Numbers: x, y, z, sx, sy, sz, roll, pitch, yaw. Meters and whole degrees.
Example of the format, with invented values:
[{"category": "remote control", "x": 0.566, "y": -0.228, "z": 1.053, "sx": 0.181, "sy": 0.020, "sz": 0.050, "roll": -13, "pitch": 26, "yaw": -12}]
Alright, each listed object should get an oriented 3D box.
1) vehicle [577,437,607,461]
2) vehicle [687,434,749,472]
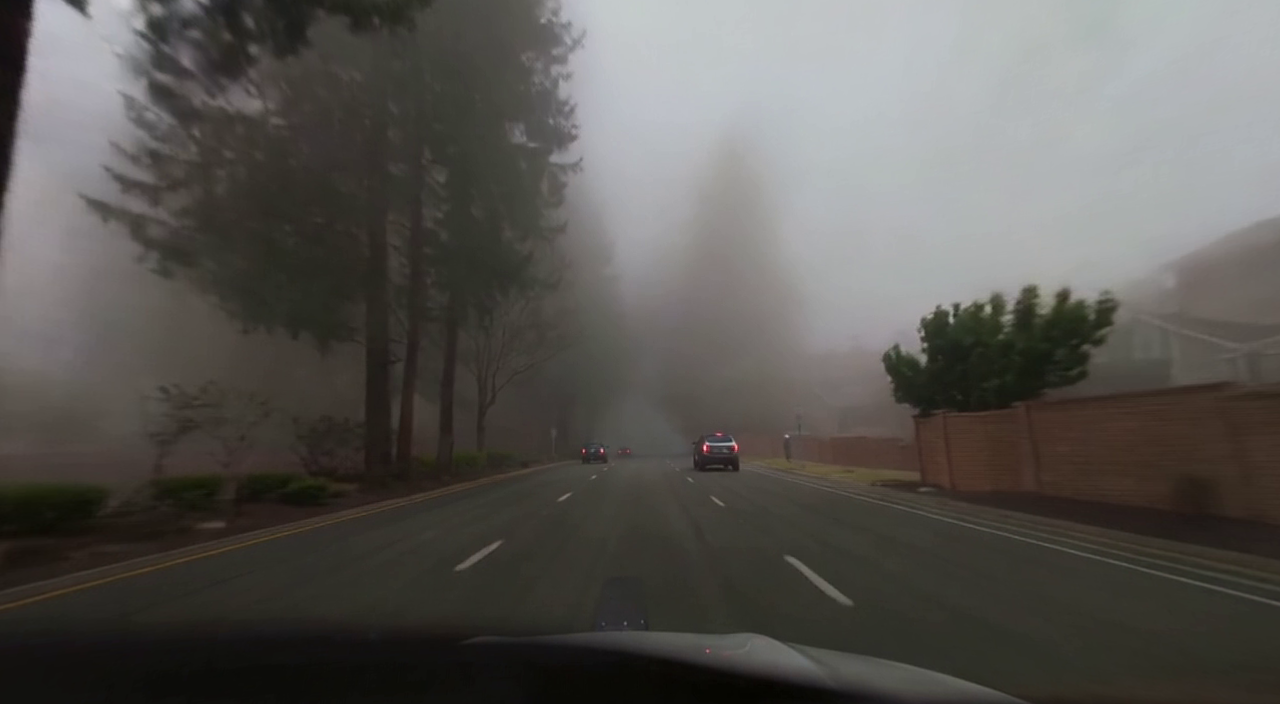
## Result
[{"category": "vehicle", "x": -3.630, "y": 7.434, "z": 48.447, "sx": 2.002, "sy": 1.747, "sz": 4.728, "roll": 0, "pitch": -8, "yaw": 0}, {"category": "vehicle", "x": 3.683, "y": 4.883, "z": 30.630, "sx": 2.321, "sy": 1.695, "sz": 5.037, "roll": 0, "pitch": -8, "yaw": 0}]
